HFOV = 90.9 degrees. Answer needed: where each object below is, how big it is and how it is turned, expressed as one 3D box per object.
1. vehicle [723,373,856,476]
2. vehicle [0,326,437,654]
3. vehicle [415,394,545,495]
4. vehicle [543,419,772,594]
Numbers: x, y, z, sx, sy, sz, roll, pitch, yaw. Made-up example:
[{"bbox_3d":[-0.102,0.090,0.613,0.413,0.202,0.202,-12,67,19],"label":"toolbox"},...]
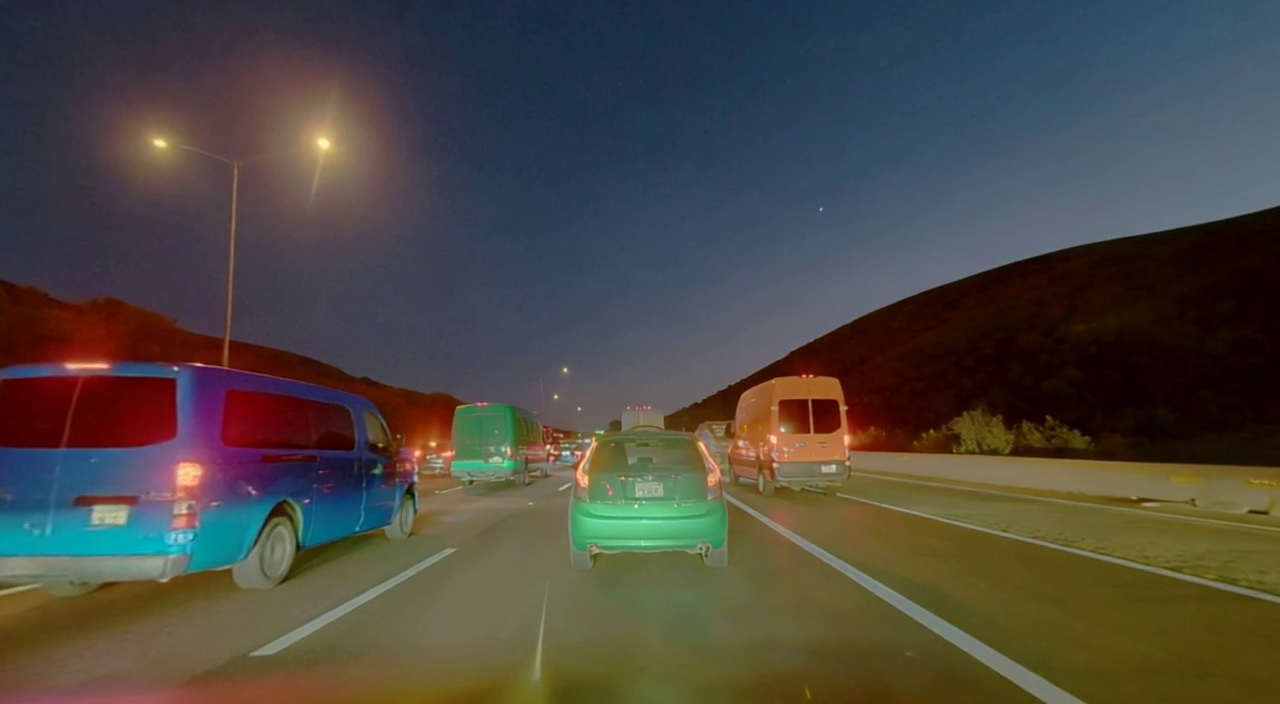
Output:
[{"bbox_3d":[6.361,3.532,29.427,2.977,3.878,11.111,0,-8,-3],"label":"vehicle"},{"bbox_3d":[-4.219,1.259,6.798,2.195,2.086,5.445,0,-8,0],"label":"vehicle"},{"bbox_3d":[-4.482,2.763,18.876,2.300,2.522,5.701,0,-8,1],"label":"vehicle"},{"bbox_3d":[0.104,1.645,7.552,2.003,1.499,3.930,0,-8,-1],"label":"vehicle"}]
